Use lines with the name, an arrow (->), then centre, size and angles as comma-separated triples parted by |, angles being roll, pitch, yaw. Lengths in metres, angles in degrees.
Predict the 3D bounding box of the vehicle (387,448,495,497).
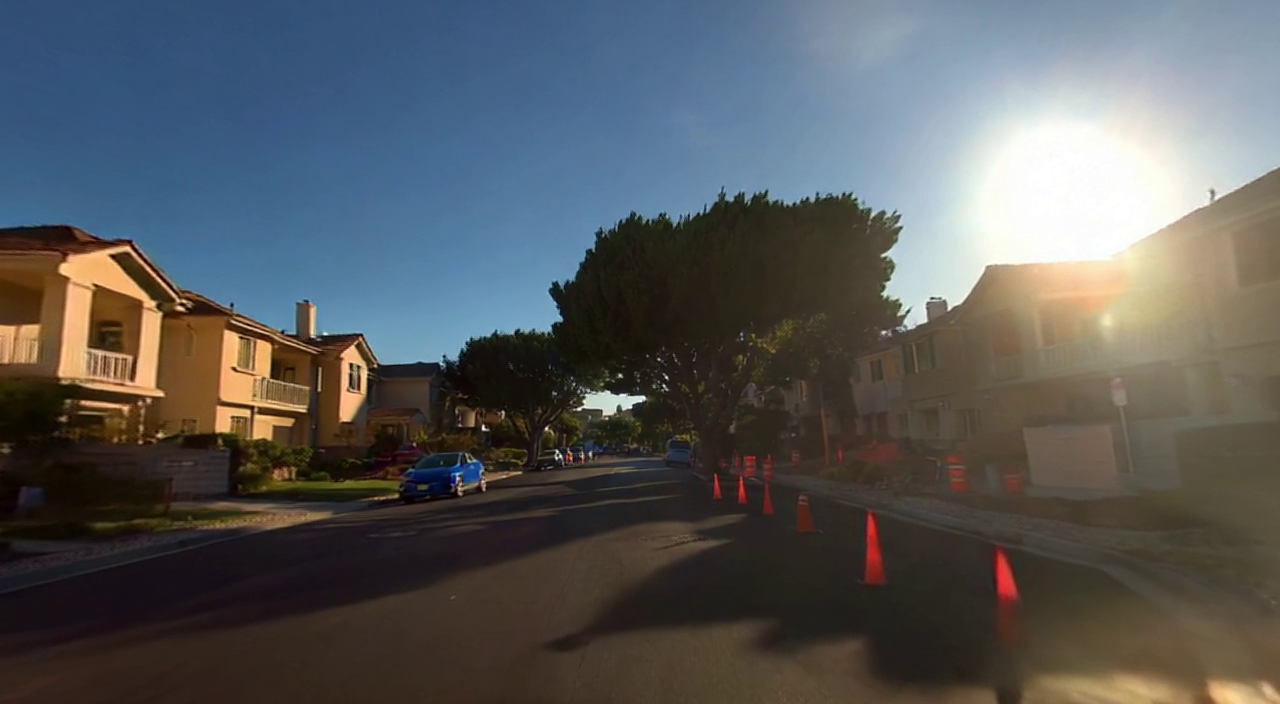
vehicle -> -6.614, 4.030, 21.579 | 2.137, 1.481, 4.503 | 0, -9, 2

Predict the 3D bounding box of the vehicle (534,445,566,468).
vehicle -> -6.919, 8.084, 48.970 | 1.957, 1.608, 4.476 | 0, -9, -1
